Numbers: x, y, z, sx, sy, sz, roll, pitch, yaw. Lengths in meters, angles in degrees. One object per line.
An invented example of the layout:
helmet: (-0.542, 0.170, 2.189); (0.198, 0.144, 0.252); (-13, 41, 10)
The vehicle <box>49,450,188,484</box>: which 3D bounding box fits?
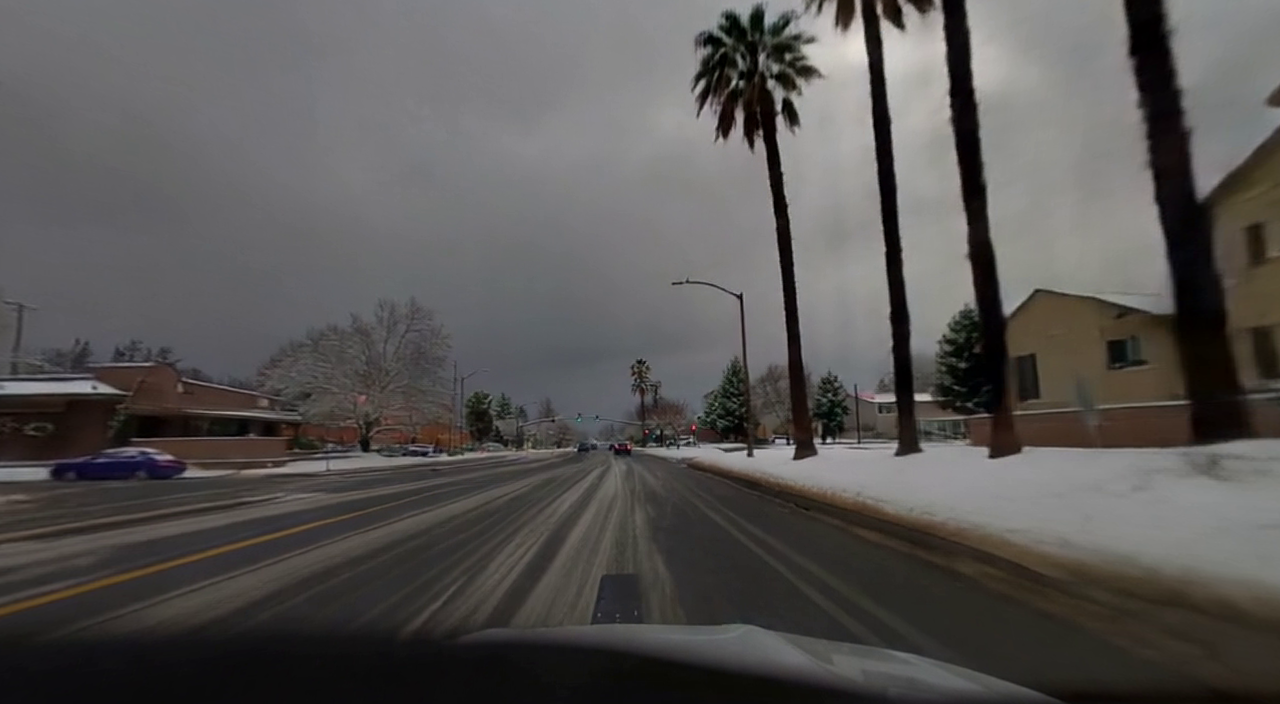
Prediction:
vehicle: (-23.716, 5.215, 28.856); (4.567, 1.447, 1.892); (0, -9, -1)
